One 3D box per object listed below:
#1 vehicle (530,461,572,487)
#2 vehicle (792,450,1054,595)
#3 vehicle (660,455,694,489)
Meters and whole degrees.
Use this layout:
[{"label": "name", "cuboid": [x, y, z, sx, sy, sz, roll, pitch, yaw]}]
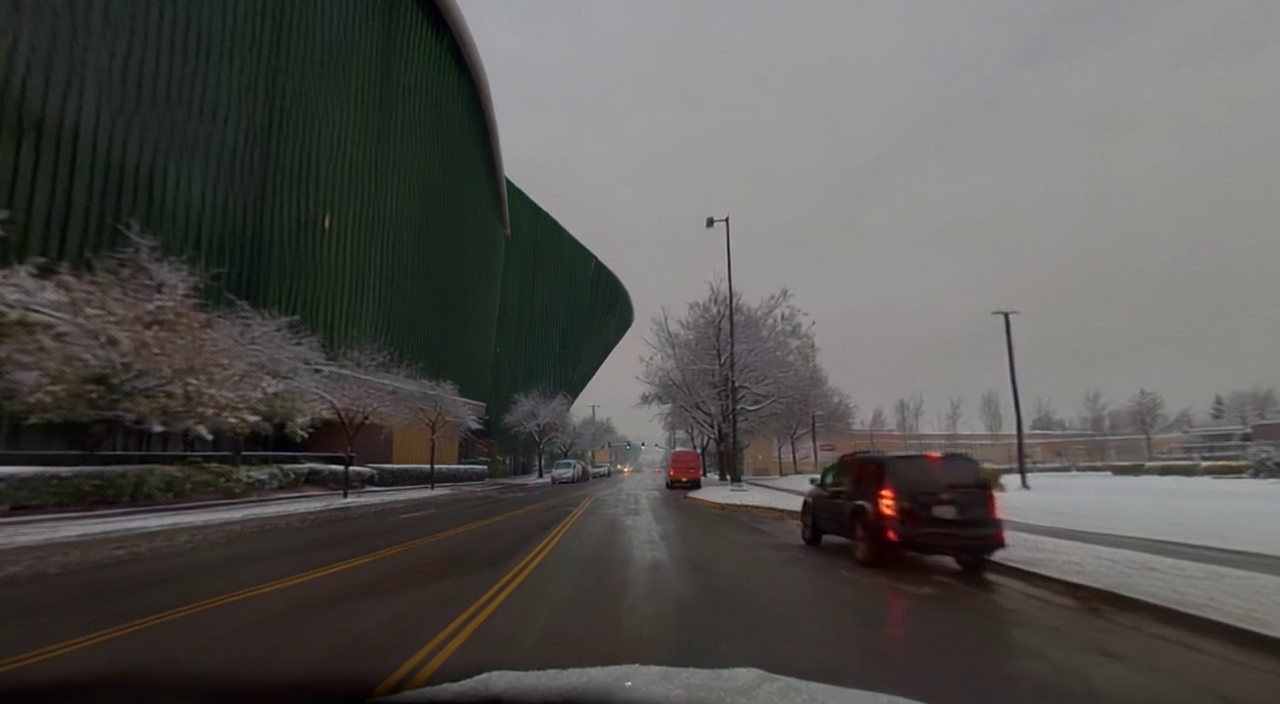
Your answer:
[{"label": "vehicle", "cuboid": [-6.623, 9.151, 47.437, 2.043, 1.778, 4.602, -2, -10, 5]}, {"label": "vehicle", "cuboid": [3.417, 2.132, 8.518, 1.899, 1.470, 3.666, 0, -10, 2]}, {"label": "vehicle", "cuboid": [2.382, 7.816, 41.196, 2.064, 2.010, 4.791, 0, -10, 2]}]
